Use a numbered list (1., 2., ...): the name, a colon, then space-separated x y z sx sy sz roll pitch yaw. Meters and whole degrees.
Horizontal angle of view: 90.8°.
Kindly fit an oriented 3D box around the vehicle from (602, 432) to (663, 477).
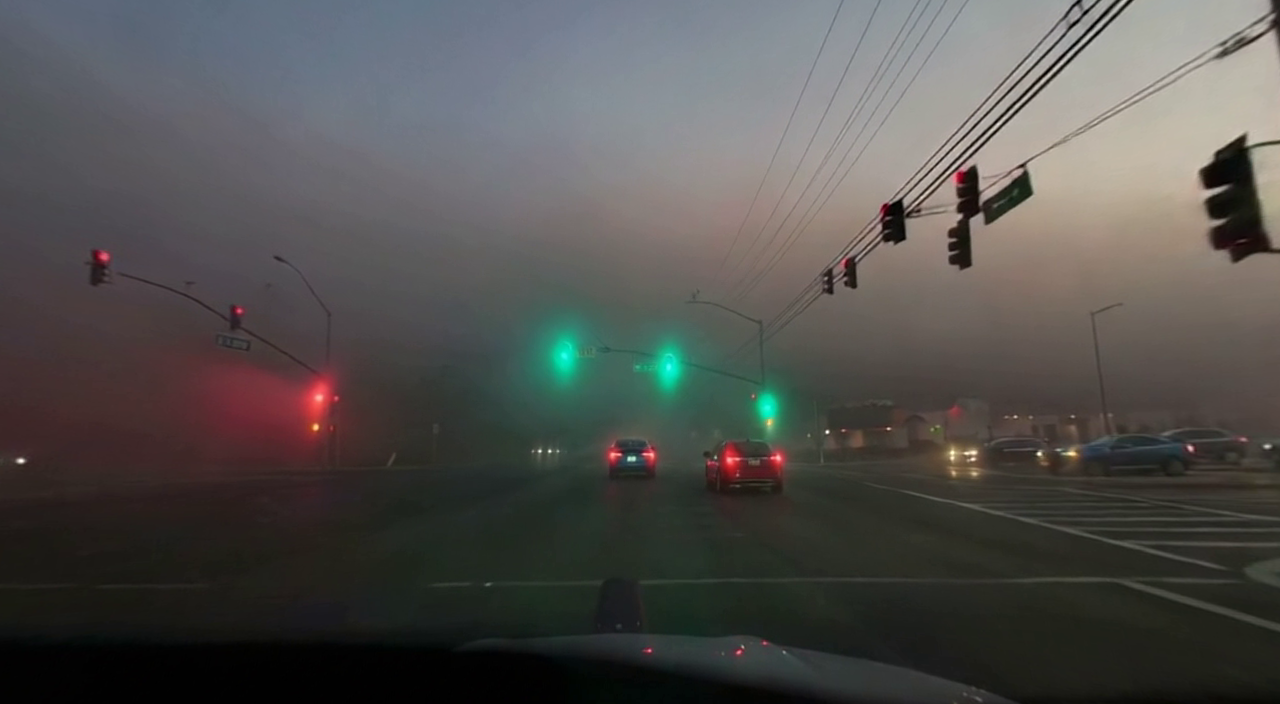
1. vehicle: -0.275 3.751 23.353 2.065 1.484 3.894 0 -8 -1

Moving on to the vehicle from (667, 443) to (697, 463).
1. vehicle: 3.250 7.893 49.568 1.971 1.477 4.121 0 -8 -1

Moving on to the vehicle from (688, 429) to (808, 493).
1. vehicle: 2.663 2.837 16.807 2.208 1.436 4.542 0 -8 -2

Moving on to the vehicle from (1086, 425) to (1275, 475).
1. vehicle: 17.419 3.174 20.514 4.436 1.503 1.844 0 -8 -2

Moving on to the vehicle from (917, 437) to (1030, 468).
1. vehicle: 17.067 5.152 32.479 4.749 1.465 1.938 0 -8 -3
